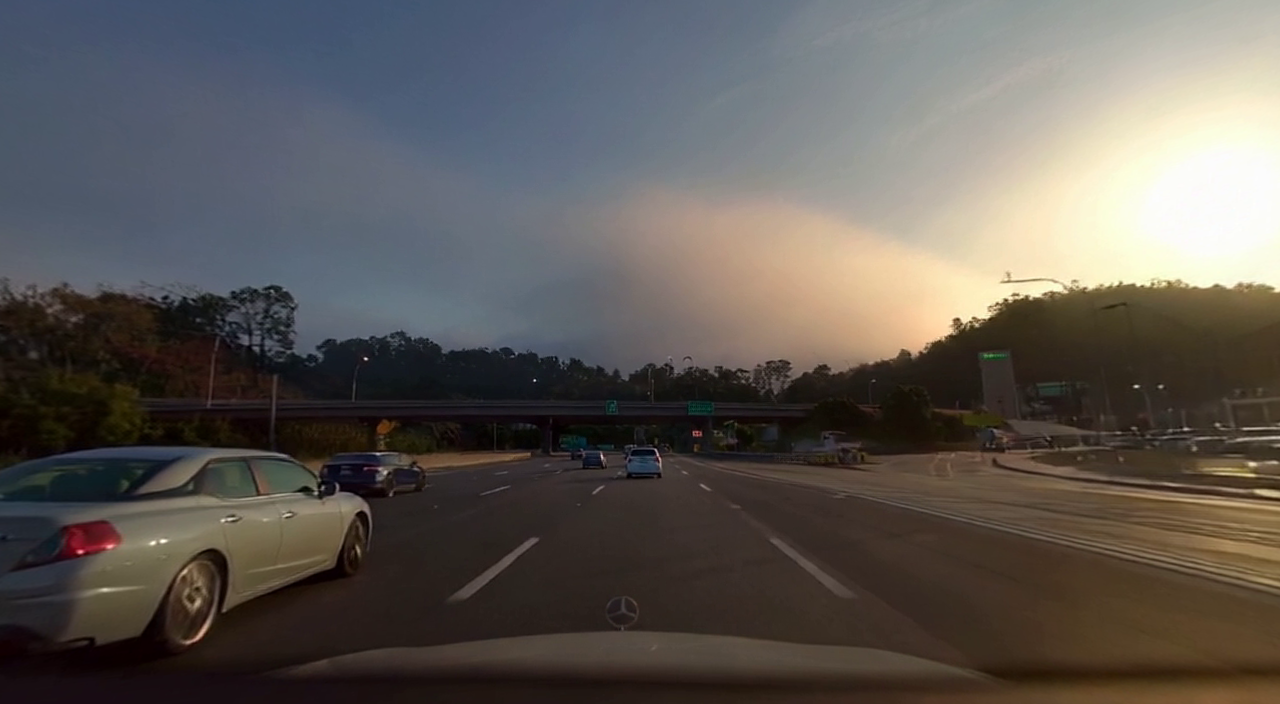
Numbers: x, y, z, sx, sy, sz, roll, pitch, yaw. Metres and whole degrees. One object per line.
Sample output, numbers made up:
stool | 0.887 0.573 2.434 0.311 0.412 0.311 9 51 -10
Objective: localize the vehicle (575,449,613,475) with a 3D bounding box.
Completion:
vehicle | -2.993 7.260 41.786 2.071 1.553 4.388 0 -9 2

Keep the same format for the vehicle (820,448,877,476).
vehicle | 13.939 7.345 42.419 2.246 1.760 4.640 0 -9 0

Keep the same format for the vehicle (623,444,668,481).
vehicle | 0.296 5.481 31.419 2.102 1.692 4.057 0 -9 2
